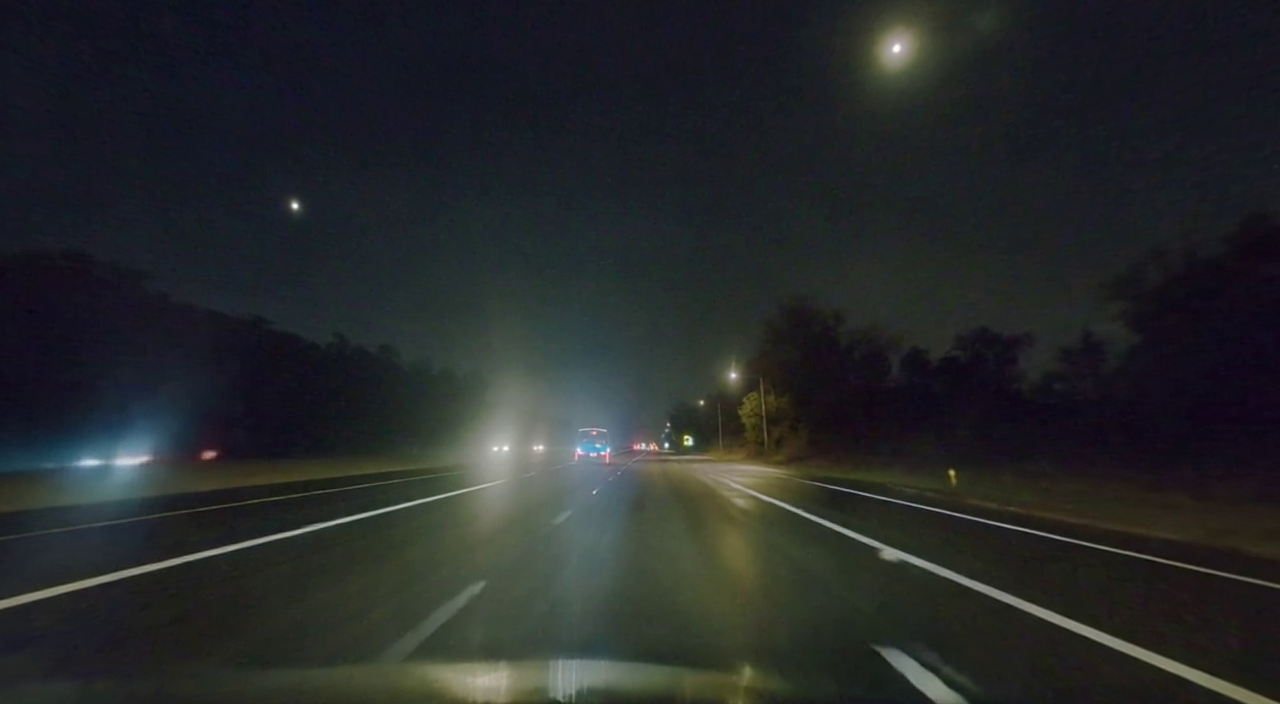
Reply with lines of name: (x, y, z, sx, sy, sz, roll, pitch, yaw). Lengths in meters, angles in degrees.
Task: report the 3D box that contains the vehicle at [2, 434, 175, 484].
vehicle: (-19.619, 3.810, 22.784, 1.918, 1.593, 4.638, 0, -8, 2)
